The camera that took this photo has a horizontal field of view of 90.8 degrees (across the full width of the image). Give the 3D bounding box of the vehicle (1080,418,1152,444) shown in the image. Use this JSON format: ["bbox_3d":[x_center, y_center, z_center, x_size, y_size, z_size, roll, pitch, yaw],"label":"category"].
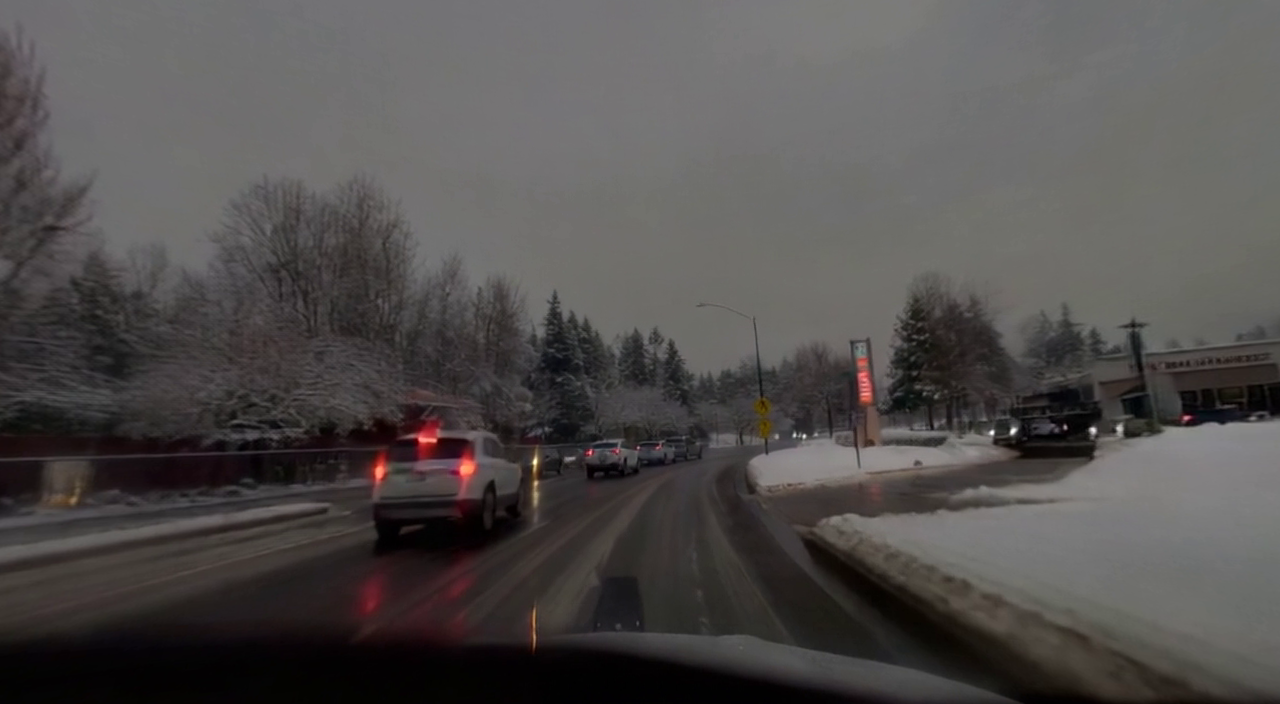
[{"bbox_3d":[29.071,4.854,38.530,4.106,1.450,1.901,5,-10,-29],"label":"vehicle"}]

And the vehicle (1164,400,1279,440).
[{"bbox_3d":[28.841,3.342,30.594,1.910,1.652,4.755,3,-10,-30],"label":"vehicle"}]

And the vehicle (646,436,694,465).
[{"bbox_3d":[2.084,6.605,42.556,2.167,1.832,4.679,-2,-9,16],"label":"vehicle"}]

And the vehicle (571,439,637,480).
[{"bbox_3d":[-1.506,4.730,28.163,2.002,1.664,4.113,-2,-9,10],"label":"vehicle"}]

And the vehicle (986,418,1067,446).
[{"bbox_3d":[26.047,5.434,42.566,4.982,1.789,2.303,4,-10,-28],"label":"vehicle"}]

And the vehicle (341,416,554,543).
[{"bbox_3d":[-3.235,2.258,11.841,2.168,1.783,4.695,-4,-9,5],"label":"vehicle"}]
